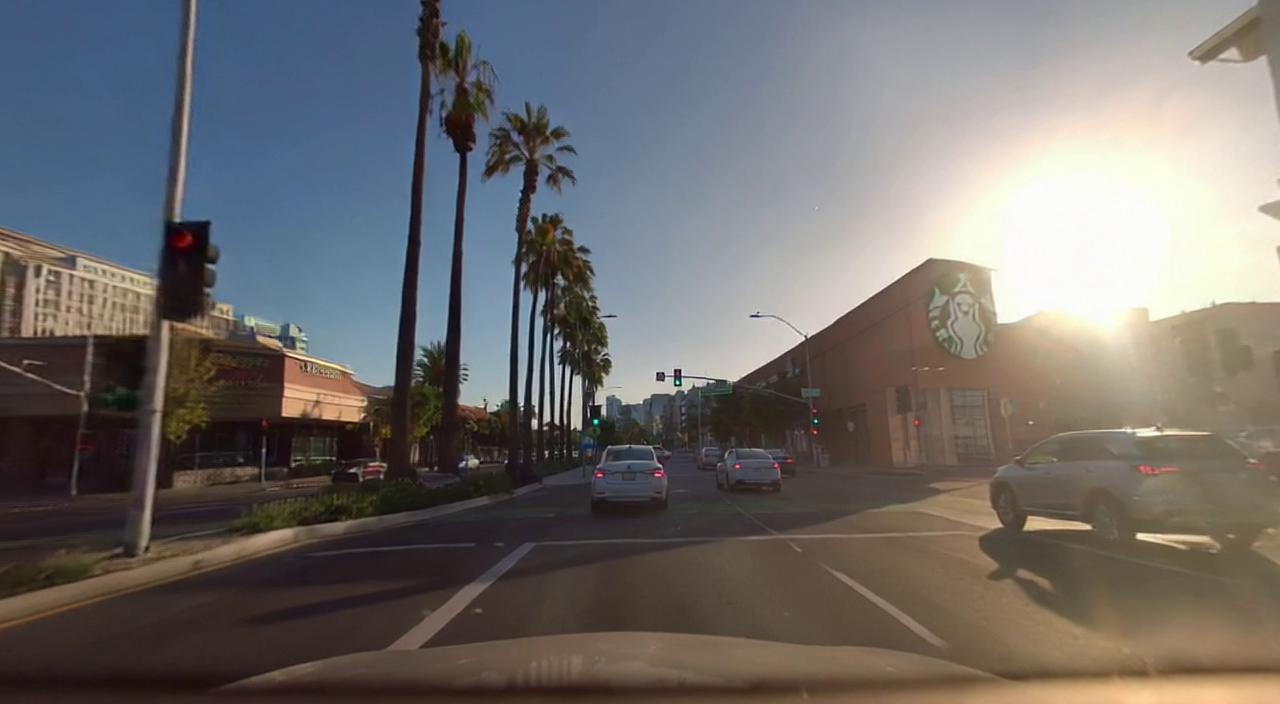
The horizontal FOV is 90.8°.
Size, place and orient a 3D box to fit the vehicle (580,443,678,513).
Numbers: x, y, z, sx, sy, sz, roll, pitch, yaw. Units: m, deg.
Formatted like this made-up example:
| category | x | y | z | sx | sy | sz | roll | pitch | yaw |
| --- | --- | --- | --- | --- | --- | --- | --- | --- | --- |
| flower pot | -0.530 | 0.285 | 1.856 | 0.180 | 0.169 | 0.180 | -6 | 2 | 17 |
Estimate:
| category | x | y | z | sx | sy | sz | roll | pitch | yaw |
| --- | --- | --- | --- | --- | --- | --- | --- | --- | --- |
| vehicle | -0.280 | 3.005 | 15.605 | 2.110 | 1.487 | 3.873 | 0 | -8 | -1 |

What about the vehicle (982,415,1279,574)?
| category | x | y | z | sx | sy | sz | roll | pitch | yaw |
| --- | --- | --- | --- | --- | --- | --- | --- | --- | --- |
| vehicle | 6.934 | 1.817 | 8.832 | 1.940 | 1.674 | 4.085 | 0 | -8 | -1 |

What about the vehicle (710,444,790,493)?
| category | x | y | z | sx | sy | sz | roll | pitch | yaw |
| --- | --- | --- | --- | --- | --- | --- | --- | --- | --- |
| vehicle | 3.708 | 3.995 | 22.104 | 1.892 | 1.532 | 4.177 | 0 | -8 | -2 |

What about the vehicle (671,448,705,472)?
| category | x | y | z | sx | sy | sz | roll | pitch | yaw |
| --- | --- | --- | --- | --- | --- | --- | --- | --- | --- |
| vehicle | 3.326 | 7.595 | 44.756 | 2.012 | 1.570 | 4.600 | 0 | -8 | 0 |
